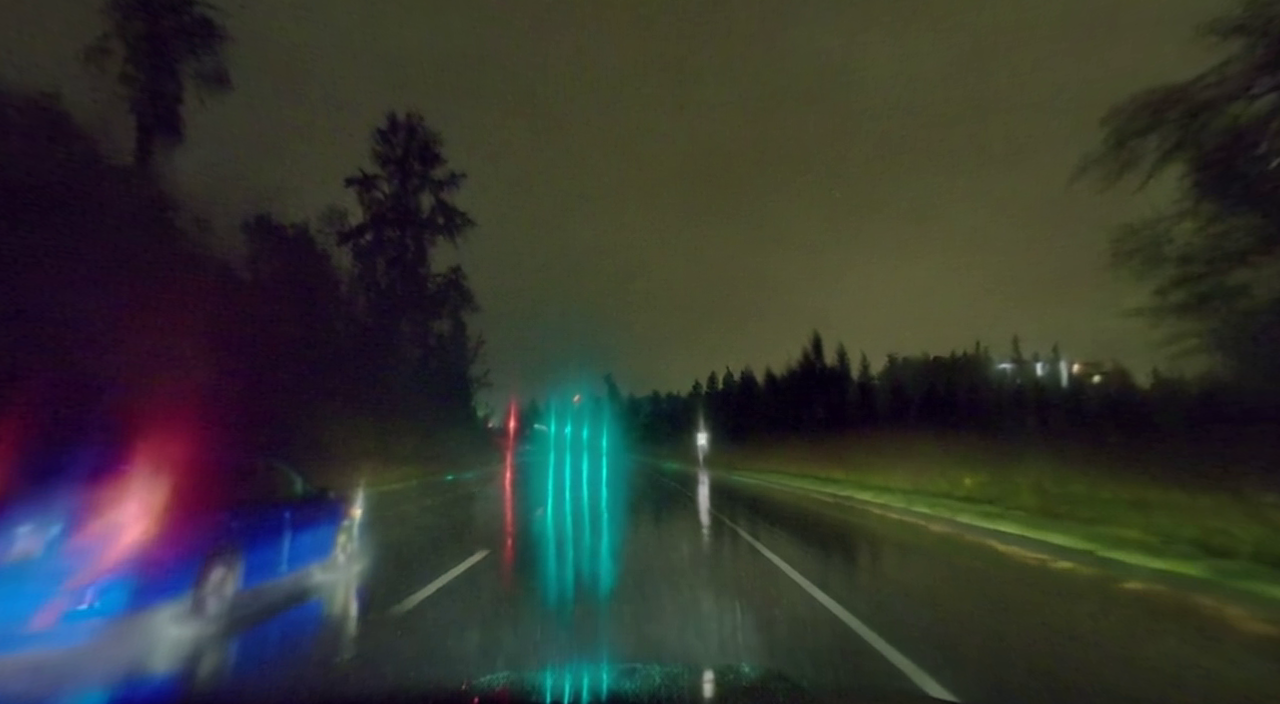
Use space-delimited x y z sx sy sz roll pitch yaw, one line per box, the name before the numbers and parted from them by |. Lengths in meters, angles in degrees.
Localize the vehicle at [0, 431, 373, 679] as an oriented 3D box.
vehicle | -4.578 1.590 6.162 1.968 1.503 4.443 0 -9 0
